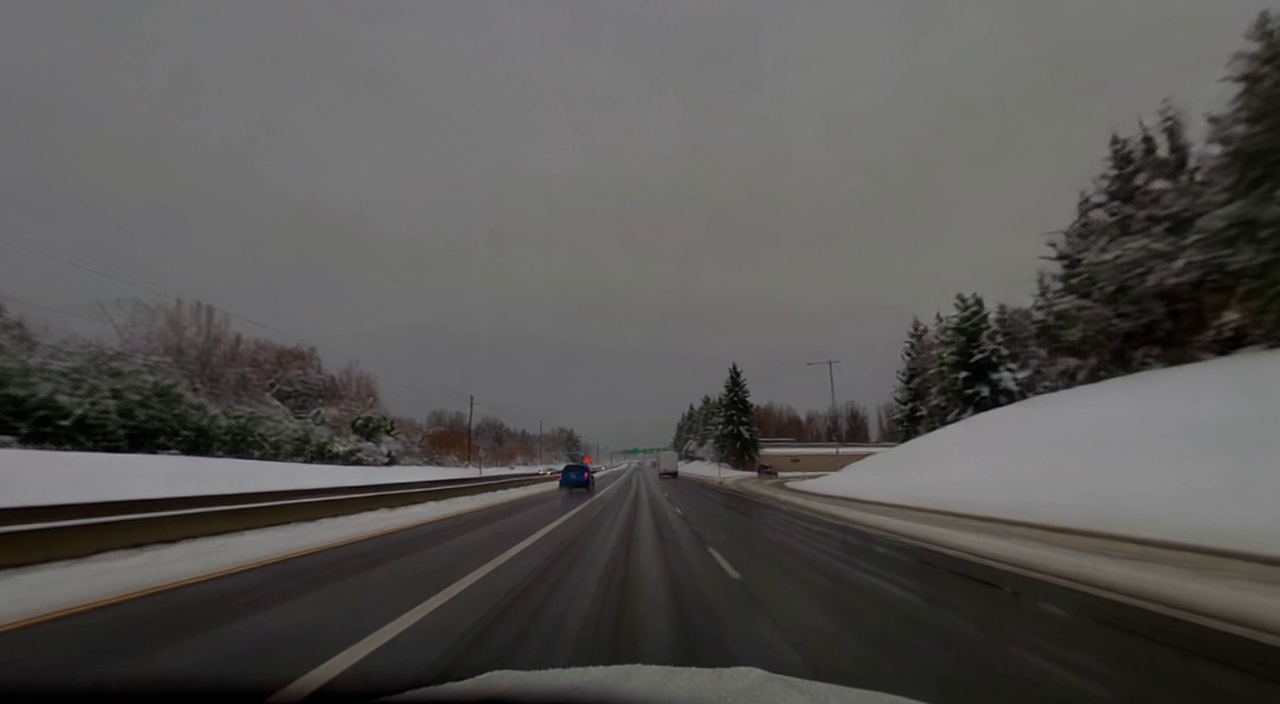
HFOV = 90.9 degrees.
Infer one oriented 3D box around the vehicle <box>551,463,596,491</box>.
[{"bbox_3d":[-3.766,7.208,36.515,2.045,1.487,4.582,1,-10,1],"label":"vehicle"}]
